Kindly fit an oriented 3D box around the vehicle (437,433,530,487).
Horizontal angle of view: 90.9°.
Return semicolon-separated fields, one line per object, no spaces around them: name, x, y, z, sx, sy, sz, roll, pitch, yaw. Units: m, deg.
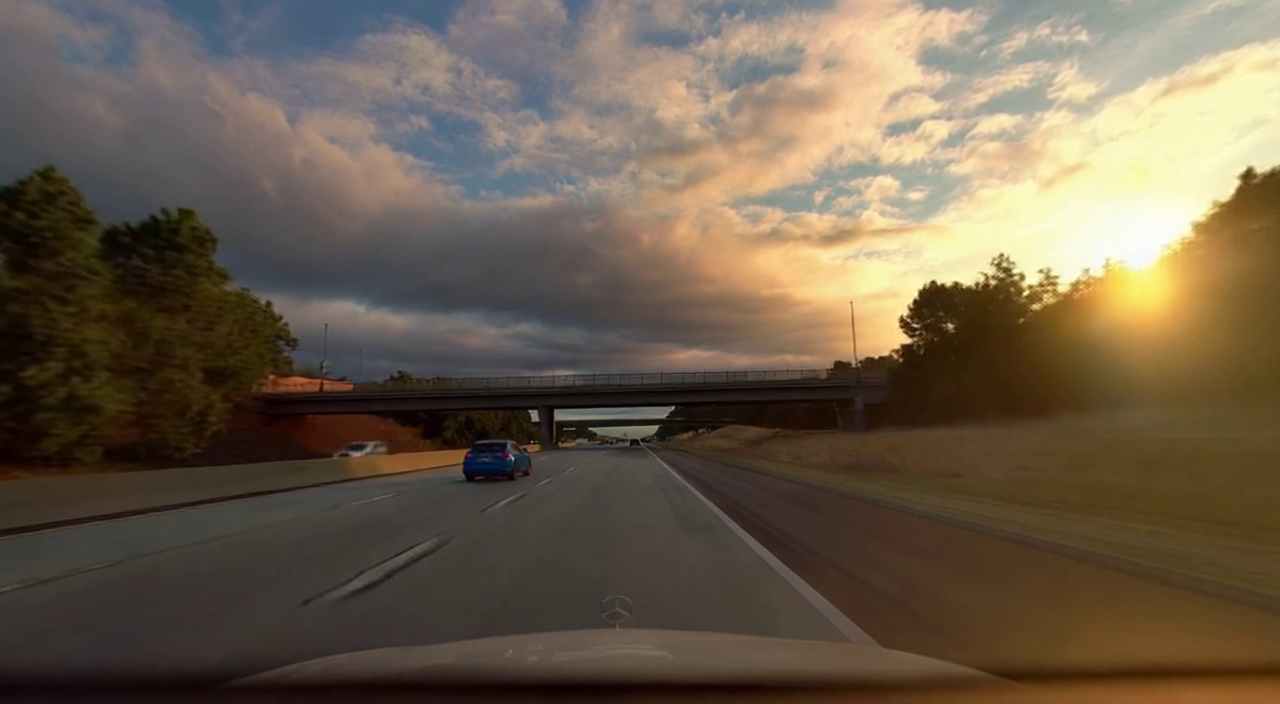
vehicle;-4.825;3.355;19.998;1.965;1.513;3.774;0;-8;0

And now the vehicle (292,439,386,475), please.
vehicle;-13.589;4.742;28.797;1.993;1.485;4.604;0;-8;0
